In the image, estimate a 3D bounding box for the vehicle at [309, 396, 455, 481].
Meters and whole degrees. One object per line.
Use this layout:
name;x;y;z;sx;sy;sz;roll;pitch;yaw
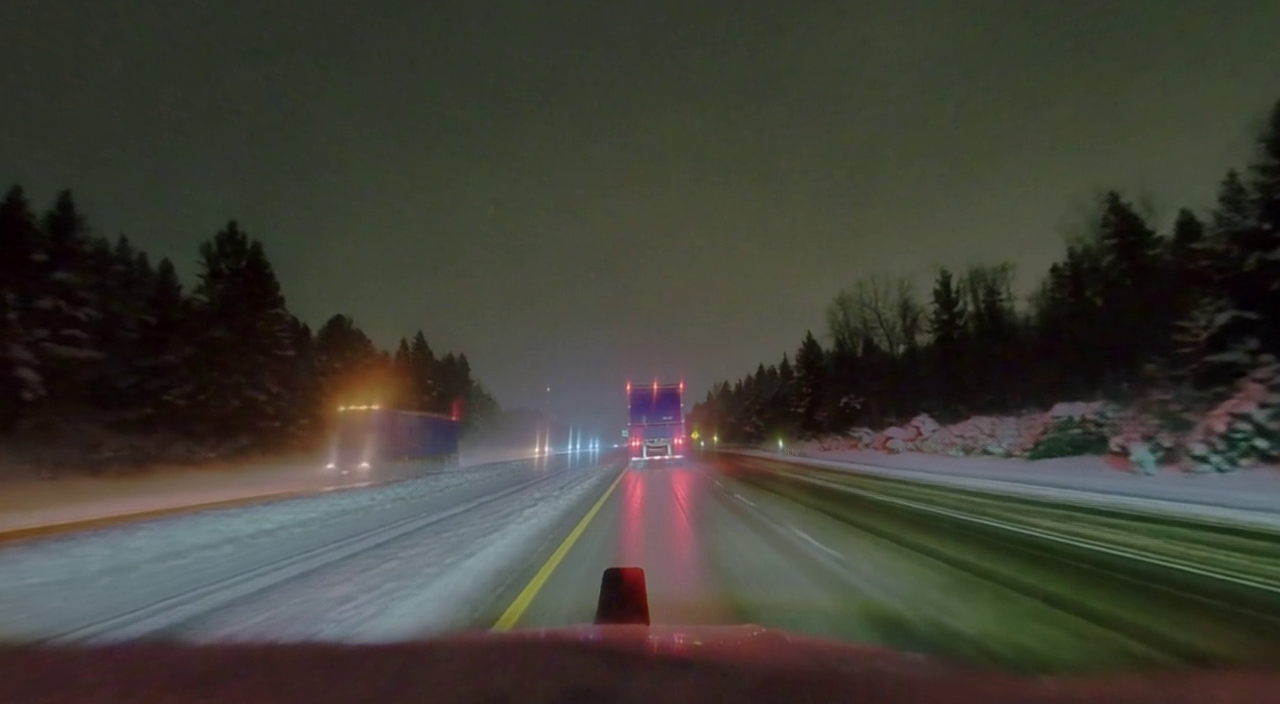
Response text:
vehicle;-14.702;5.249;37.817;2.723;4.121;14.048;0;-8;0

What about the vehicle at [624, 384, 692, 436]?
vehicle;0.599;2.462;25.707;2.509;1.890;4.732;0;-8;-1
